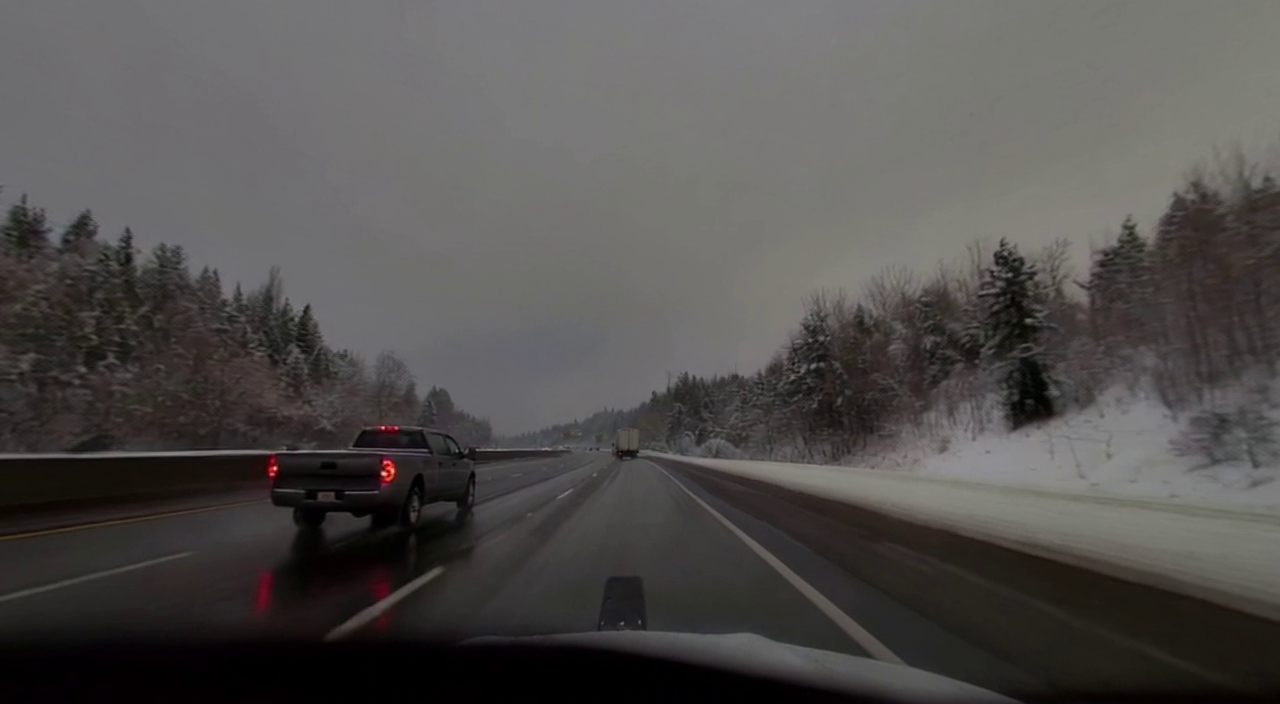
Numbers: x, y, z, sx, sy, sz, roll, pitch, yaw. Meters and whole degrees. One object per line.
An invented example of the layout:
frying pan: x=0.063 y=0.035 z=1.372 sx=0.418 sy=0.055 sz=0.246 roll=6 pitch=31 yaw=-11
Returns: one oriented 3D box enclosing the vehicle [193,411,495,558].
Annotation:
vehicle: x=-4.133 y=1.979 z=10.119 sx=2.316 sy=1.731 sz=5.126 roll=0 pitch=-9 yaw=1
